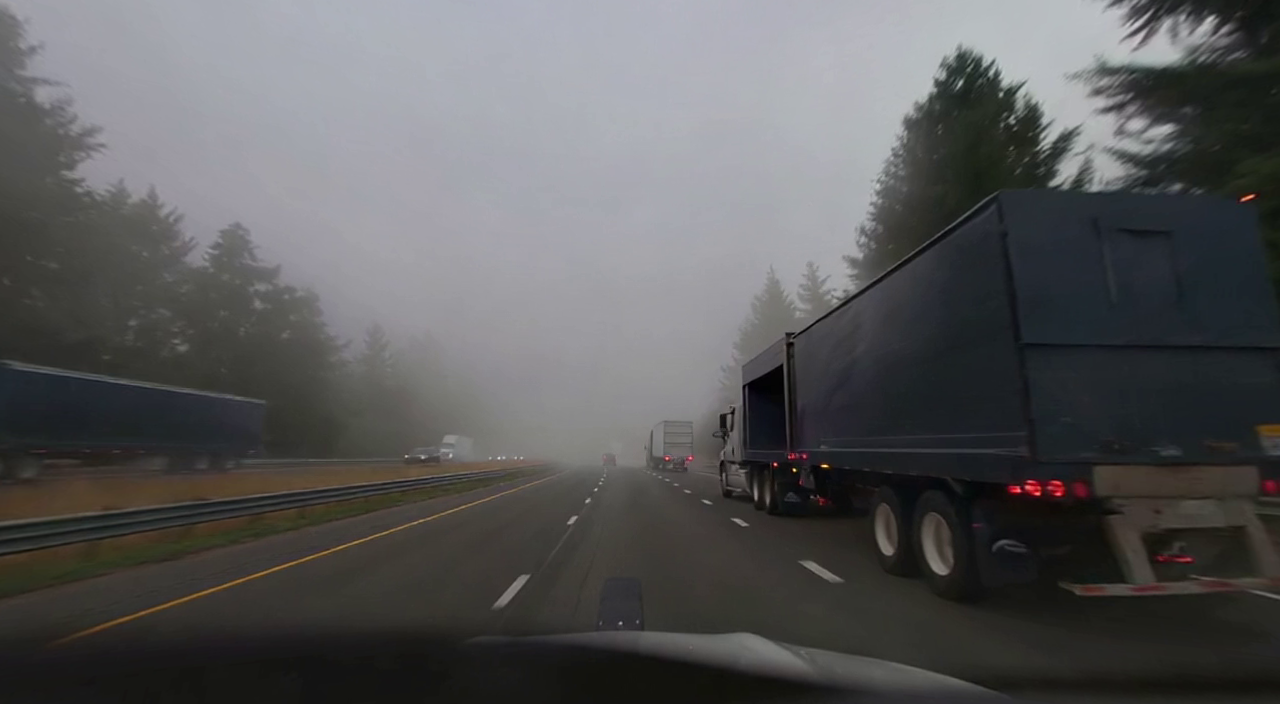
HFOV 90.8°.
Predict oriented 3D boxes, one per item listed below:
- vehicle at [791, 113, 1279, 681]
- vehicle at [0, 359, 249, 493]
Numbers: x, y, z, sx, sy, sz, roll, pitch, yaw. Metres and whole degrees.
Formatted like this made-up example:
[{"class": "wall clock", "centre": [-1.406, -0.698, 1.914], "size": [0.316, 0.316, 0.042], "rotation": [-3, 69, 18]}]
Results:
[{"class": "vehicle", "centre": [4.319, 0.738, 7.877], "size": [2.832, 3.839, 7.263], "rotation": [0, -9, -1]}, {"class": "vehicle", "centre": [-21.030, 3.088, 24.402], "size": [2.921, 4.005, 14.421], "rotation": [0, -9, -2]}]
